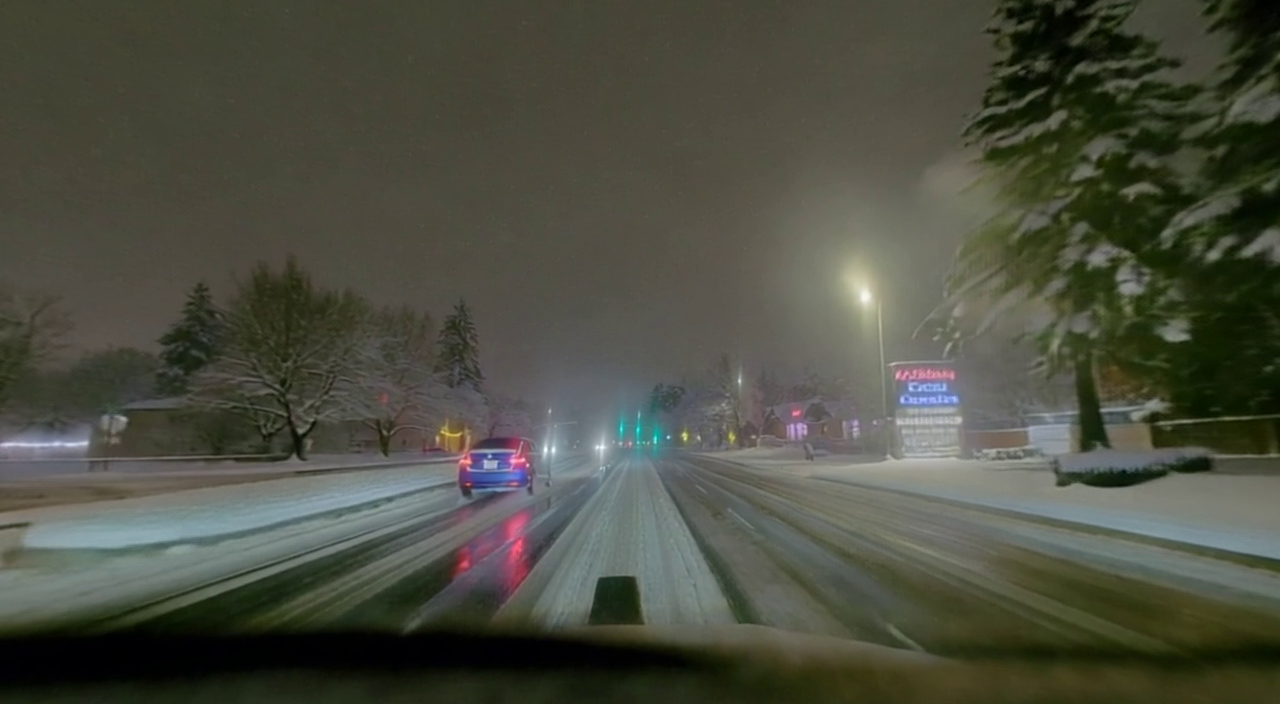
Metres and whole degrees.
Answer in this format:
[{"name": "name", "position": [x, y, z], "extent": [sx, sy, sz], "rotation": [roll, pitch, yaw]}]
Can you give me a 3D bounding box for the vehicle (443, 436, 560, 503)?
[{"name": "vehicle", "position": [-3.374, 2.935, 16.269], "extent": [2.005, 1.477, 4.169], "rotation": [0, -8, 1]}]
